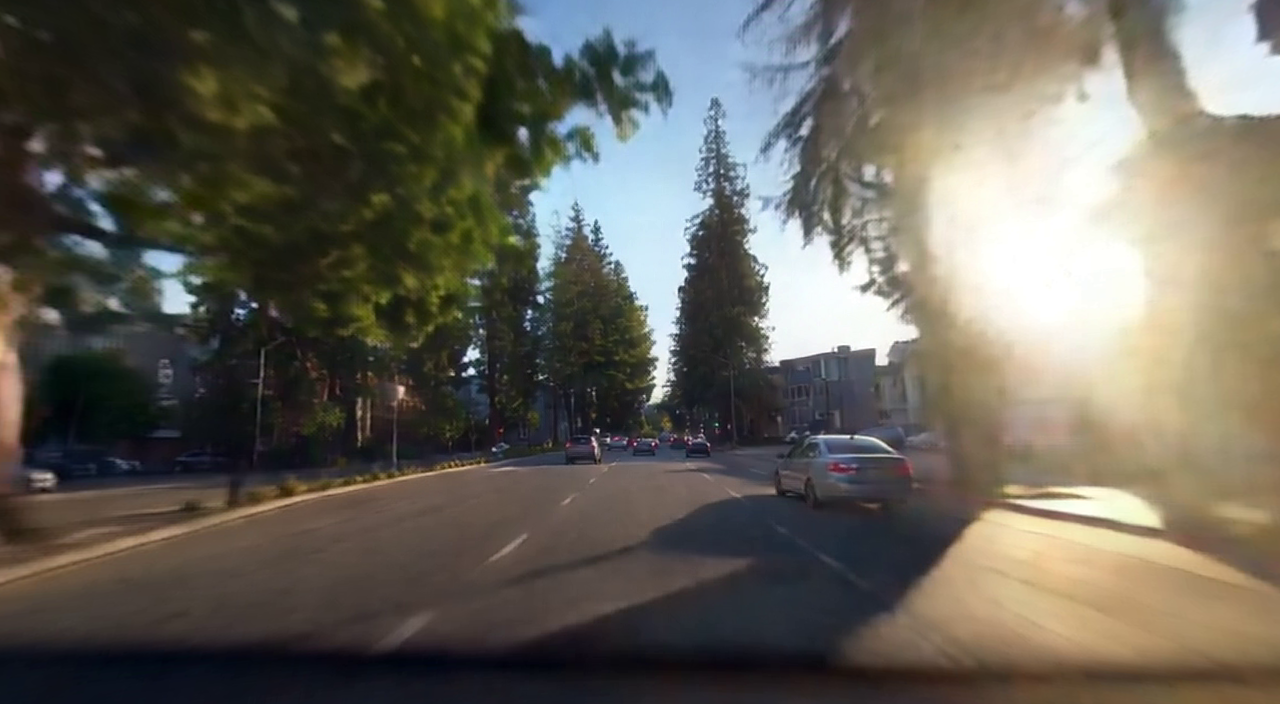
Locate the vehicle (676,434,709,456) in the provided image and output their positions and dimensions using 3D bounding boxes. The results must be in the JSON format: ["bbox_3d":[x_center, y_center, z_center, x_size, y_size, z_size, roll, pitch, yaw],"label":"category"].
[{"bbox_3d":[4.026,7.235,49.034,2.137,1.646,4.488,0,-9,0],"label":"vehicle"}]

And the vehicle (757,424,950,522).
[{"bbox_3d":[3.730,2.217,12.092,2.128,1.502,4.572,0,-9,1],"label":"vehicle"}]

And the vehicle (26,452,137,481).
[{"bbox_3d":[-31.044,6.325,35.108,2.067,1.497,4.306,-8,-12,42],"label":"vehicle"}]

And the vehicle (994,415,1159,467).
[{"bbox_3d":[15.748,3.257,22.953,4.410,1.795,2.078,0,-9,-1],"label":"vehicle"}]

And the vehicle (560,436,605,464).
[{"bbox_3d":[-3.190,5.592,35.987,2.049,1.485,4.656,0,-8,1],"label":"vehicle"}]
